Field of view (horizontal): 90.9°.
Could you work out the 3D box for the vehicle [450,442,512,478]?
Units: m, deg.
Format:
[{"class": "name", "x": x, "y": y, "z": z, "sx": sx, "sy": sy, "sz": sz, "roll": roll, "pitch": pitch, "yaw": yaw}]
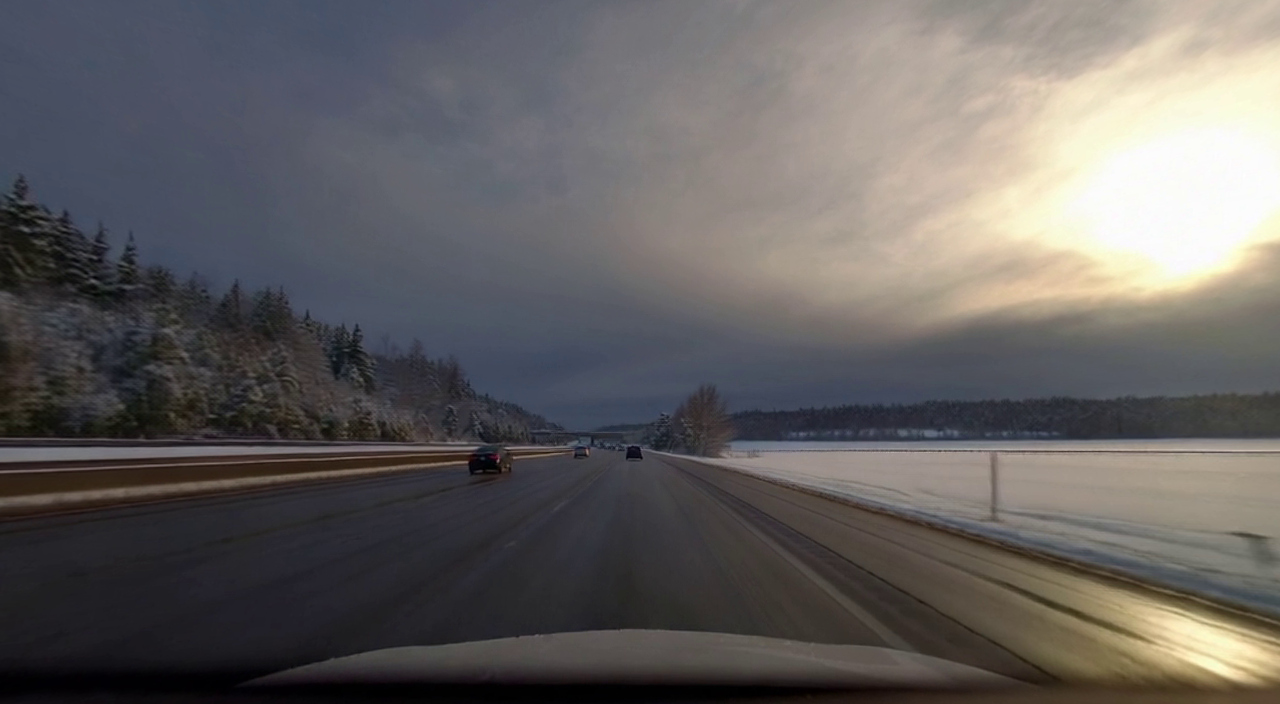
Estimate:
[{"class": "vehicle", "x": -7.627, "y": 5.198, "z": 30.678, "sx": 1.972, "sy": 1.603, "sz": 3.891, "roll": 0, "pitch": -8, "yaw": 1}]
